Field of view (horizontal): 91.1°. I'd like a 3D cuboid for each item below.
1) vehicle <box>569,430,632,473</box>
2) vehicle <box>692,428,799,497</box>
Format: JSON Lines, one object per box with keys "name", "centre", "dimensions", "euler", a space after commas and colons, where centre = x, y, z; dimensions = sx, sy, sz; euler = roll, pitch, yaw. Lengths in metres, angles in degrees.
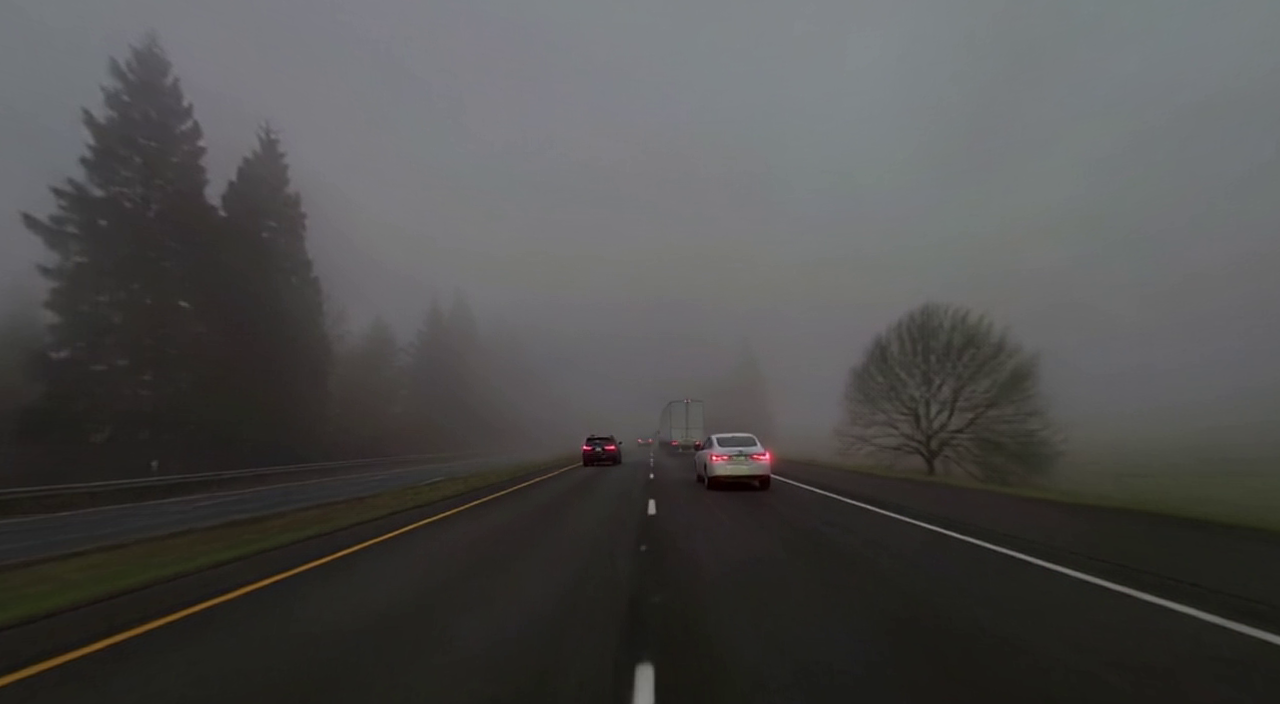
{"name": "vehicle", "centre": [-1.537, 4.119, 26.429], "dimensions": [2.192, 1.623, 4.887], "euler": [0, -8, 2]}
{"name": "vehicle", "centre": [2.548, 2.782, 16.366], "dimensions": [2.072, 1.534, 4.300], "euler": [0, -8, 1]}
